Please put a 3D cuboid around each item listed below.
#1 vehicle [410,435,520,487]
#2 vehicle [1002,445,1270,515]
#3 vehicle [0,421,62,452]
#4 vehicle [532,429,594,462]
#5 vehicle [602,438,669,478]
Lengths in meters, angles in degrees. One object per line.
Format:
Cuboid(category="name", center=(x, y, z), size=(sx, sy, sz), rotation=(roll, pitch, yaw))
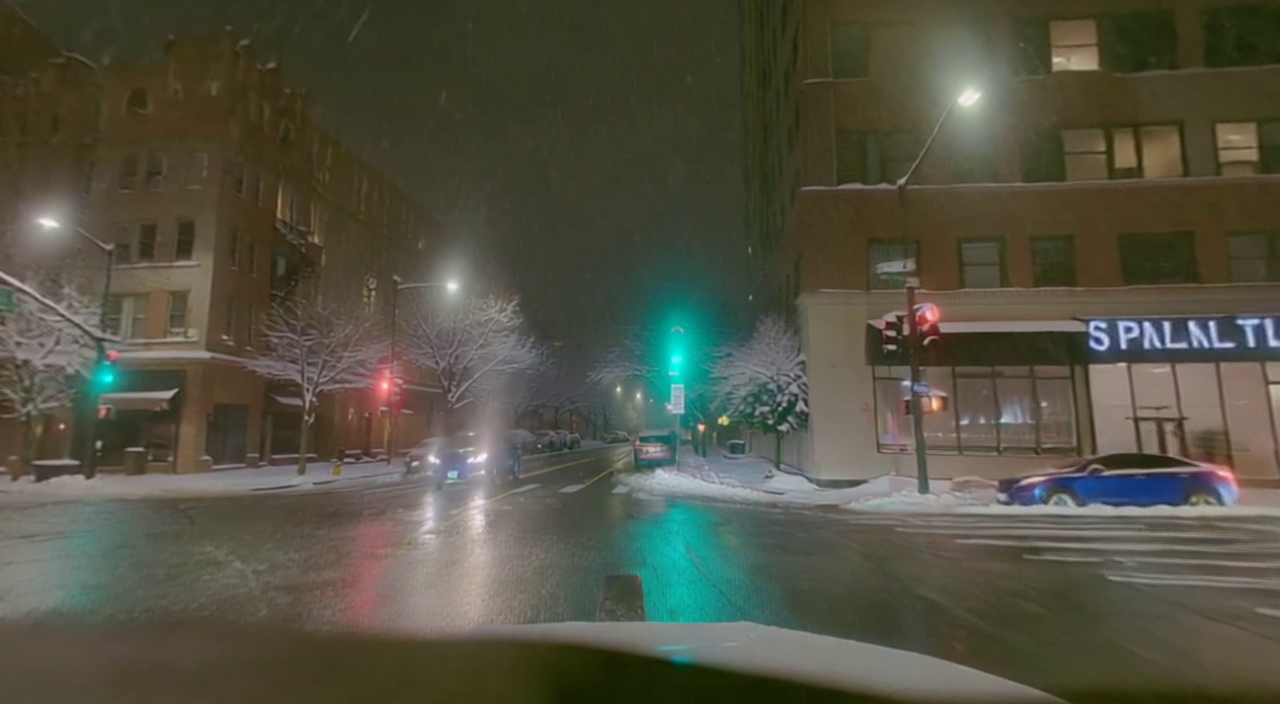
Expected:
Cuboid(category="vehicle", center=(-5.524, 3.495, 20.658), size=(2.119, 1.485, 4.472), rotation=(-1, -8, 3))
Cuboid(category="vehicle", center=(11.157, 2.890, 14.552), size=(4.426, 1.446, 1.795), rotation=(-2, -8, 9))
Cuboid(category="vehicle", center=(-32.678, 4.343, 32.465), size=(1.699, 1.539, 4.060), rotation=(-2, -8, 8))
Cuboid(category="vehicle", center=(-4.243, 5.292, 35.848), size=(2.181, 1.723, 4.692), rotation=(-2, -8, 10))
Cuboid(category="vehicle", center=(-0.078, 4.298, 25.972), size=(1.892, 1.481, 4.365), rotation=(-2, -8, 11))
